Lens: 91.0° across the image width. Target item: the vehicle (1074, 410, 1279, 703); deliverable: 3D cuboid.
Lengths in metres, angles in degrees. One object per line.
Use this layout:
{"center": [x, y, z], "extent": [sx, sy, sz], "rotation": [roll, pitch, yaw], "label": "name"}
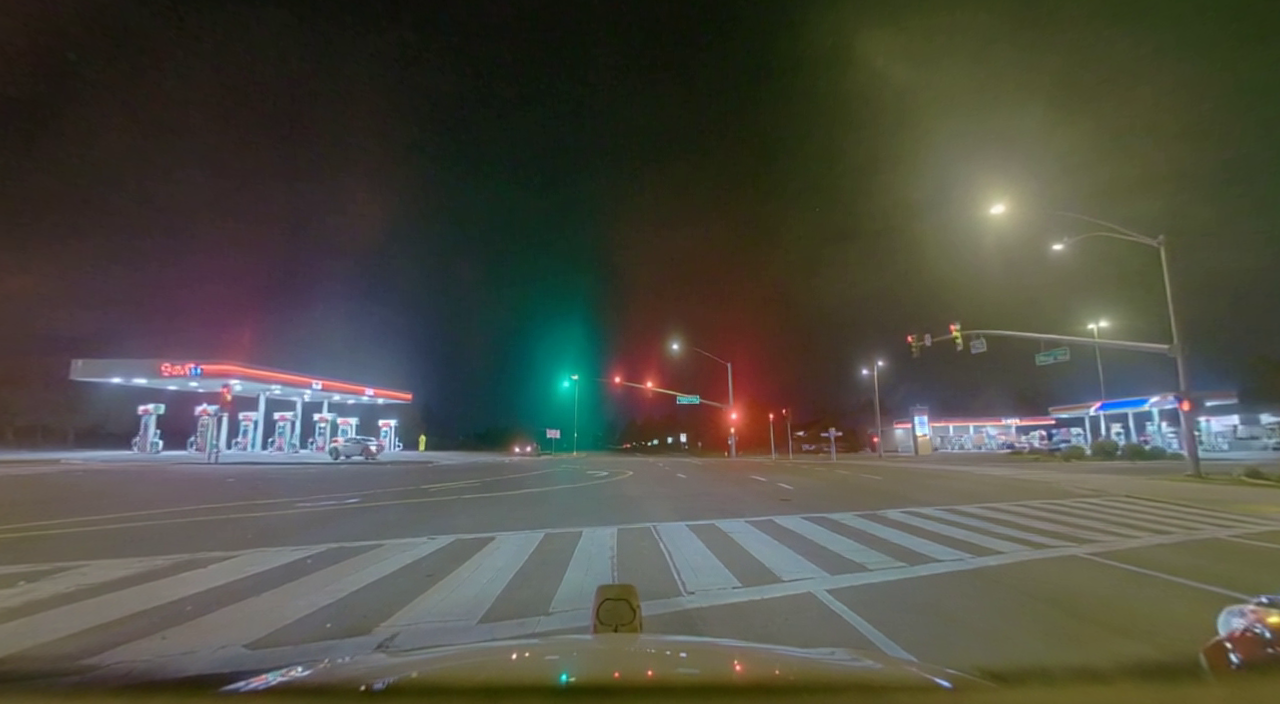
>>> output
{"center": [3.318, 0.749, 1.038], "extent": [2.023, 1.437, 4.477], "rotation": [0, -8, 0], "label": "vehicle"}
